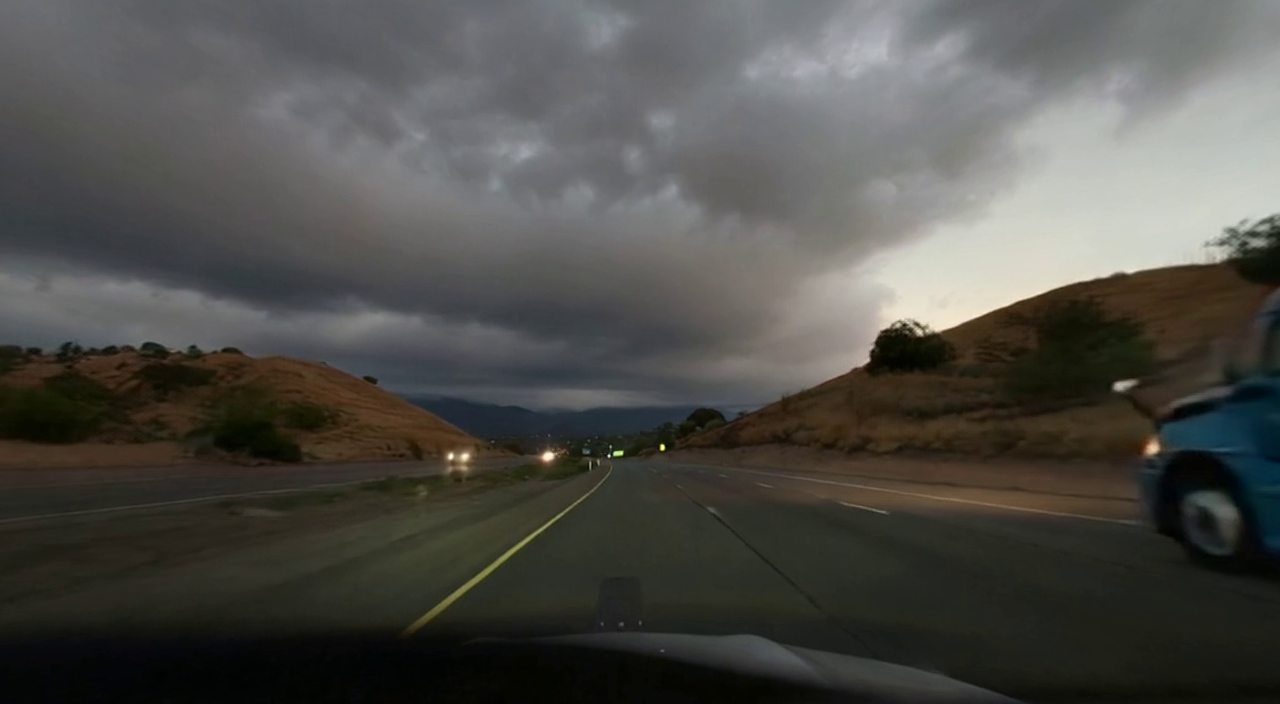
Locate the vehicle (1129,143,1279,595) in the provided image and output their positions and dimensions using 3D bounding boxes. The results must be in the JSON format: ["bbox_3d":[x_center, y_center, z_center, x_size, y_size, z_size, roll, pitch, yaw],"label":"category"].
[{"bbox_3d":[7.445,-0.267,2.865,3.431,4.023,8.588,0,-8,0],"label":"vehicle"}]
